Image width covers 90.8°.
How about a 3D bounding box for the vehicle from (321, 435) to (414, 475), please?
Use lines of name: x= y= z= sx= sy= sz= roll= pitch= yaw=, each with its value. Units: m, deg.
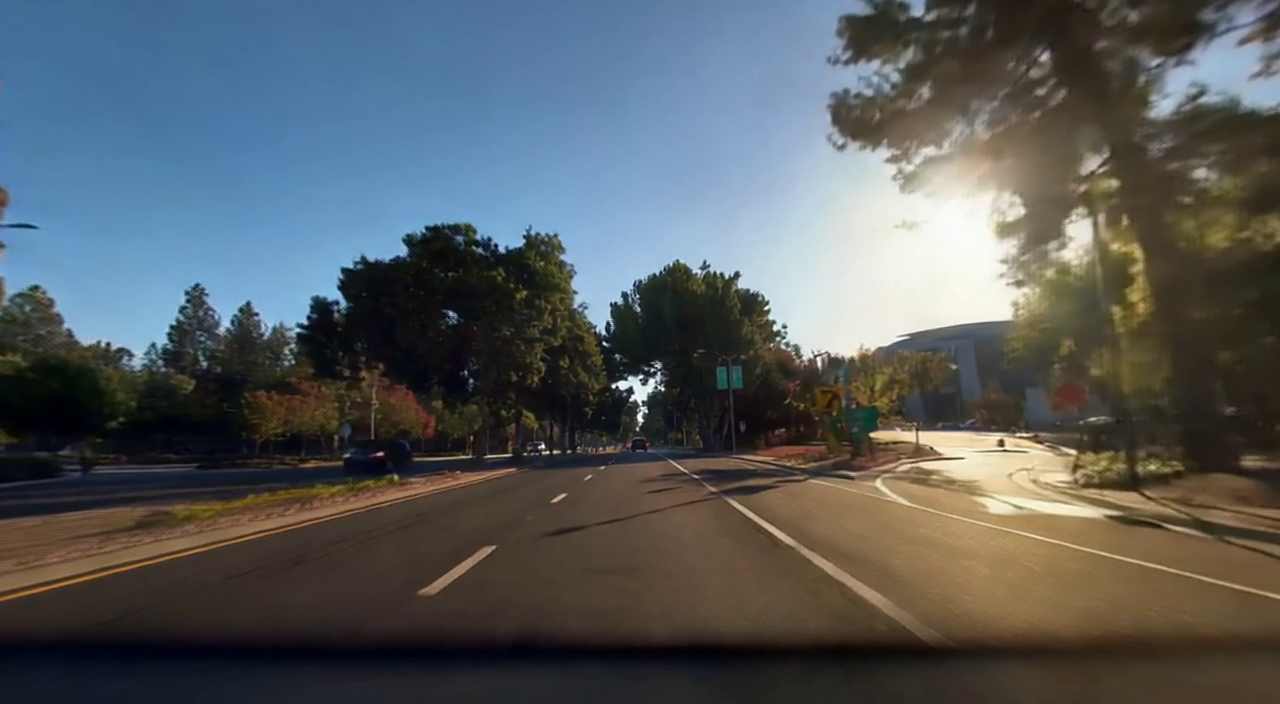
vehicle: x=-12.951 y=4.931 z=30.471 sx=2.156 sy=1.728 sz=4.968 roll=0 pitch=-8 yaw=2
